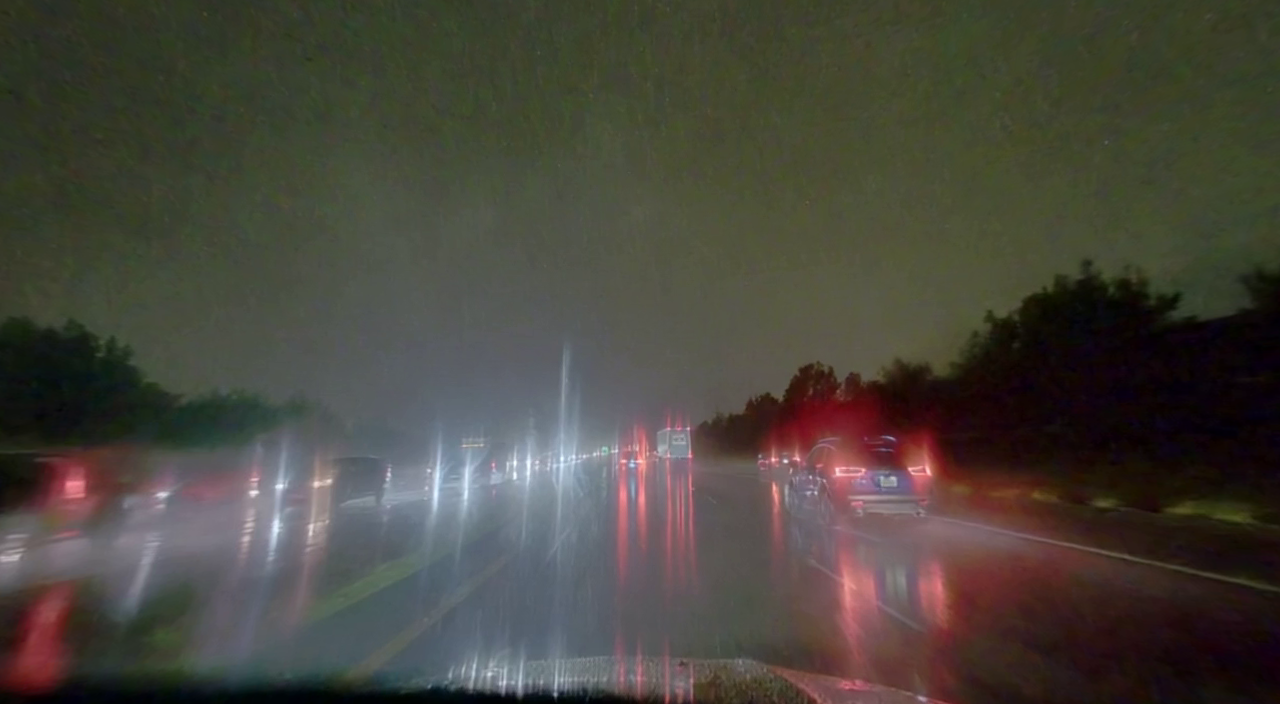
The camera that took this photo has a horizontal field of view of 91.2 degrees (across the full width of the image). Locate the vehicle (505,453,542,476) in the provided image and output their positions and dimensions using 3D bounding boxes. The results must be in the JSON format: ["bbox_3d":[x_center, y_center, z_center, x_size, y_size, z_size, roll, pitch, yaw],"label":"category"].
[{"bbox_3d":[-8.308,8.054,45.023,1.850,1.476,4.085,0,-9,0],"label":"vehicle"}]

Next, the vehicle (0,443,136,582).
[{"bbox_3d":[-8.507,1.847,7.072,1.988,1.621,4.397,0,-9,-1],"label":"vehicle"}]

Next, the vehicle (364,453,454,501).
[{"bbox_3d":[-8.106,4.378,22.355,1.795,1.493,3.786,0,-9,0],"label":"vehicle"}]

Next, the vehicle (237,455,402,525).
[{"bbox_3d":[-7.930,3.412,16.084,1.877,1.481,4.430,0,-9,0],"label":"vehicle"}]

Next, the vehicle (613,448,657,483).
[{"bbox_3d":[-0.255,5.375,29.993,1.971,1.518,4.108,0,-9,-1],"label":"vehicle"}]

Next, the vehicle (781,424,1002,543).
[{"bbox_3d":[4.098,2.218,11.166,2.077,1.673,4.267,0,-9,-1],"label":"vehicle"}]

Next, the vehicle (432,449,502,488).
[{"bbox_3d":[-7.932,5.353,29.209,1.987,1.663,4.580,0,-9,0],"label":"vehicle"}]

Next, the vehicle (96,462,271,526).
[{"bbox_3d":[-13.079,4.054,18.389,1.843,1.525,4.390,0,-9,-1],"label":"vehicle"}]
